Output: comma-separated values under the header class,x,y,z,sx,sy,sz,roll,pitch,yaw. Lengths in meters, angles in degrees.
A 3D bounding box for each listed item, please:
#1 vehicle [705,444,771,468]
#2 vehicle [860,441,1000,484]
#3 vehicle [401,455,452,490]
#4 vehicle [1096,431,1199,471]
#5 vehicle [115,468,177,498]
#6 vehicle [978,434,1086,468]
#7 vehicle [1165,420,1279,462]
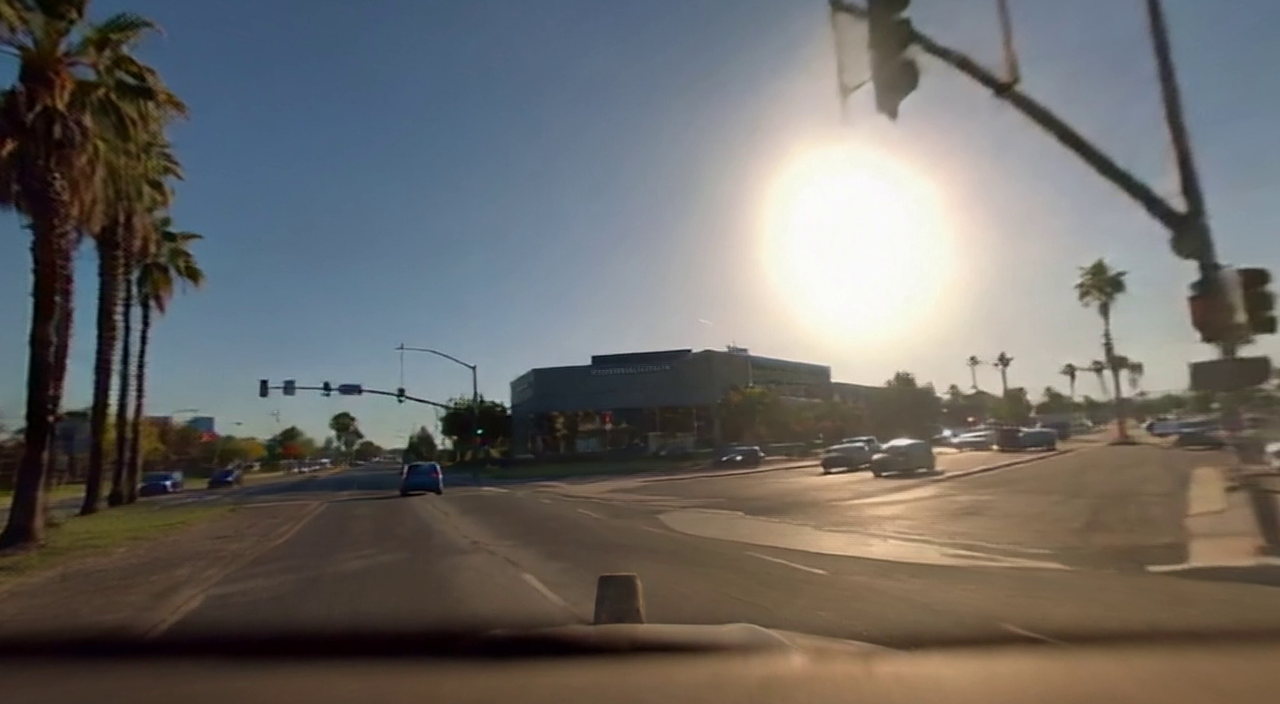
class,x,y,z,sx,sy,sz,roll,pitch,yaw
vehicle,6.316,6.797,41.509,2.046,1.481,4.936,3,-9,-21
vehicle,10.483,3.954,22.883,4.355,1.398,2.085,3,-9,-21
vehicle,-10.854,6.022,31.879,1.969,1.555,4.431,4,-9,-24
vehicle,25.076,4.840,31.221,4.377,1.433,1.867,-3,-3,-20
vehicle,-31.191,8.253,40.060,2.027,1.534,4.779,4,-10,-25
vehicle,18.143,4.586,29.292,4.199,1.459,1.997,3,-9,-20
vehicle,26.391,4.024,28.612,4.178,1.533,1.992,6,-9,-17
